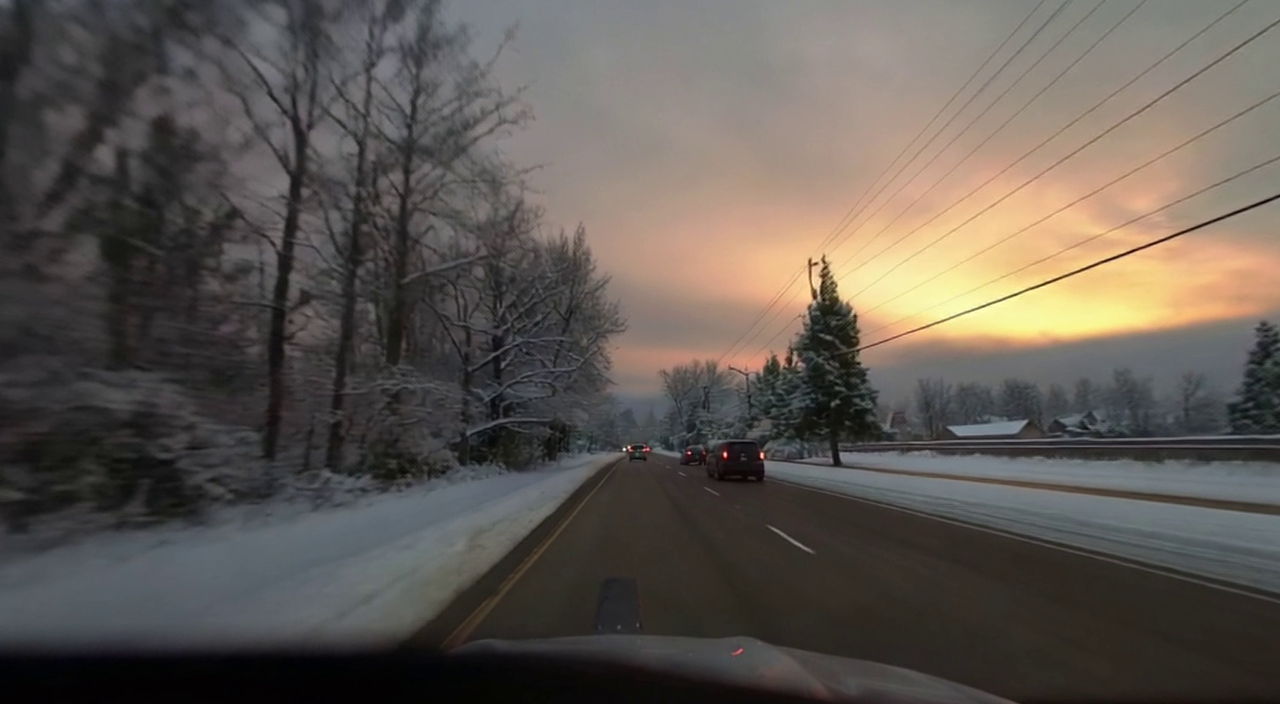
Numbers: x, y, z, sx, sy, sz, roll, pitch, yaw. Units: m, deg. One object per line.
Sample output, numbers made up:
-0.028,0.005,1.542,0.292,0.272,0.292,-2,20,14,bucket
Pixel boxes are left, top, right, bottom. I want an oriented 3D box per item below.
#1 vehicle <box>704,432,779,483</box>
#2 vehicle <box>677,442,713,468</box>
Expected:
3.976,4.237,25.564,2.112,1.825,4.574,0,-9,-2,vehicle
3.726,7.100,43.642,2.012,1.653,4.115,0,-9,-2,vehicle
